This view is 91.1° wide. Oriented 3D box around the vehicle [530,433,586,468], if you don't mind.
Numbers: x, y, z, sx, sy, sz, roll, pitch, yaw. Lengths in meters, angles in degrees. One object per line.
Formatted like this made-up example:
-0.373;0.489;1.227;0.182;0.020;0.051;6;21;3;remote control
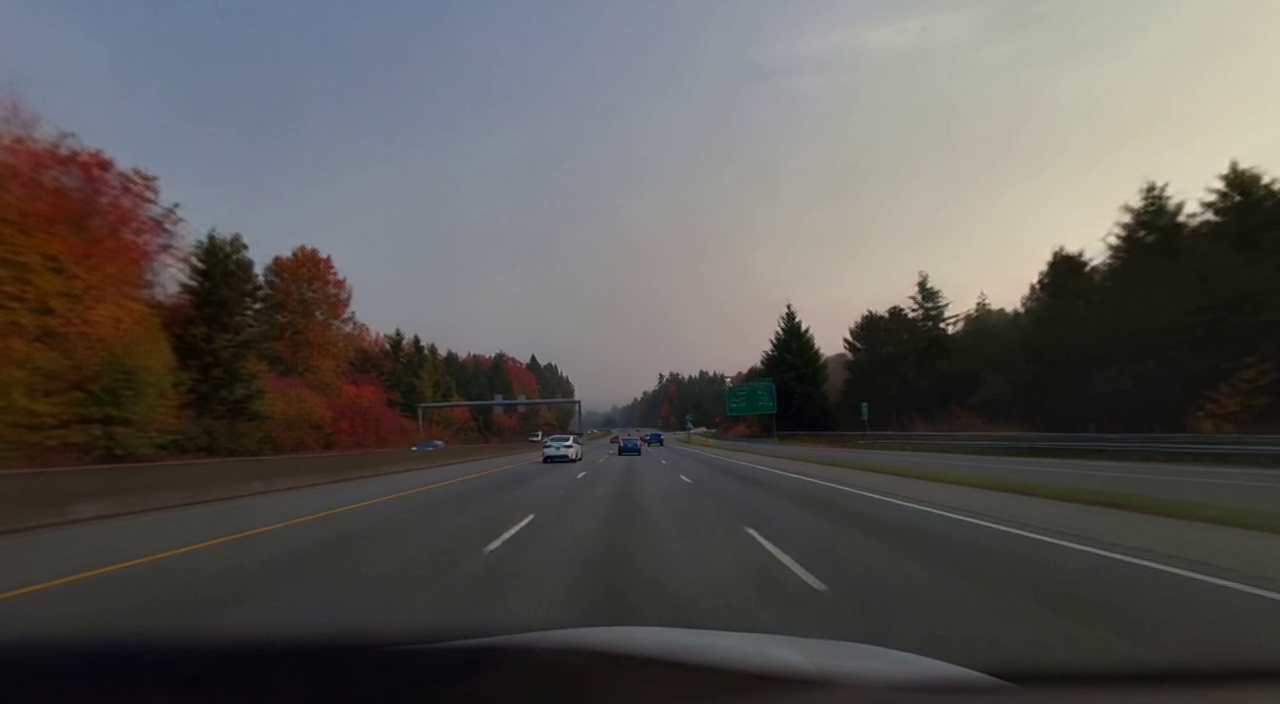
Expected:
-3.803;4.654;30.013;2.103;1.507;4.367;0;-8;0;vehicle
